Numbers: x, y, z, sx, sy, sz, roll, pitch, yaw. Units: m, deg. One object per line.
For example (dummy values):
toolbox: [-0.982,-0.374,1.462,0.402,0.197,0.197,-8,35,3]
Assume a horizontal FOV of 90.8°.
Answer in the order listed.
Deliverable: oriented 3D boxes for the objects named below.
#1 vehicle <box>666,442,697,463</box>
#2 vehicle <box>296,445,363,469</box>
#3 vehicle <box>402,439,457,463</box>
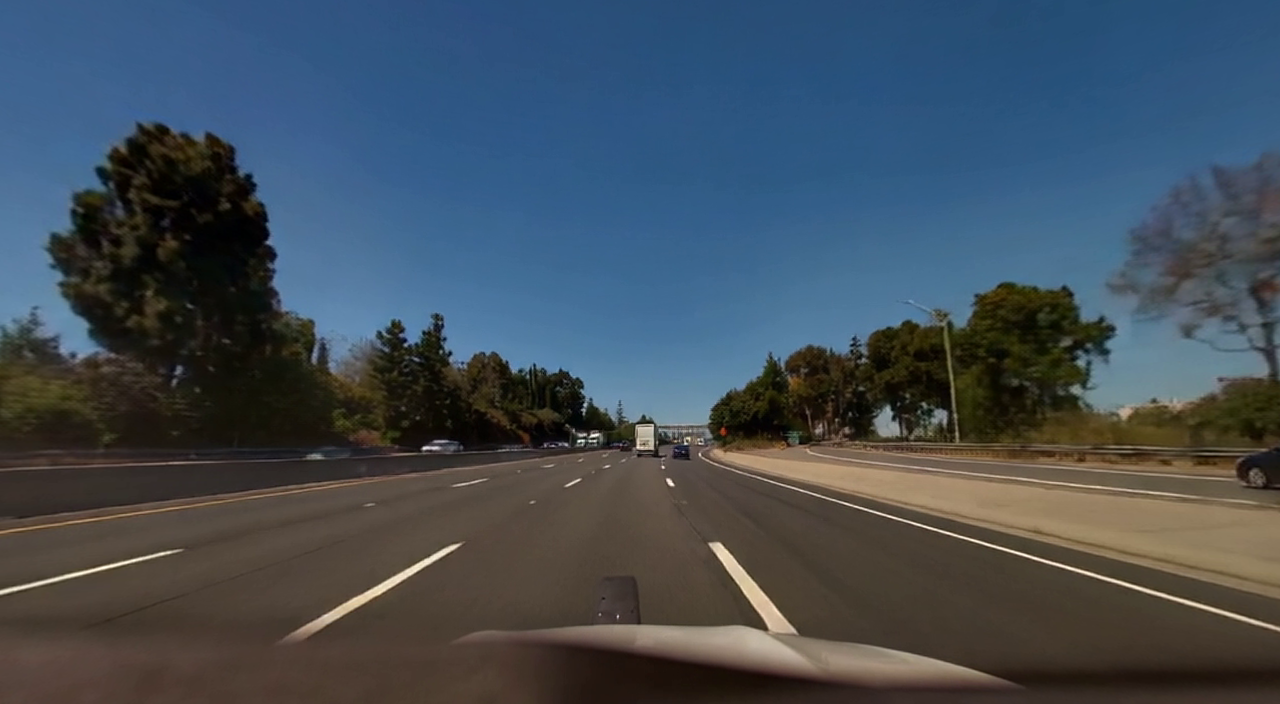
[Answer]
vehicle: [3.135,7.657,48.347,2.069,1.476,4.197,0,-8,0]
vehicle: [-19.203,6.494,39.255,1.851,1.353,4.215,0,-8,2]
vehicle: [-15.742,7.429,47.671,2.153,1.671,5.278,0,-8,2]
